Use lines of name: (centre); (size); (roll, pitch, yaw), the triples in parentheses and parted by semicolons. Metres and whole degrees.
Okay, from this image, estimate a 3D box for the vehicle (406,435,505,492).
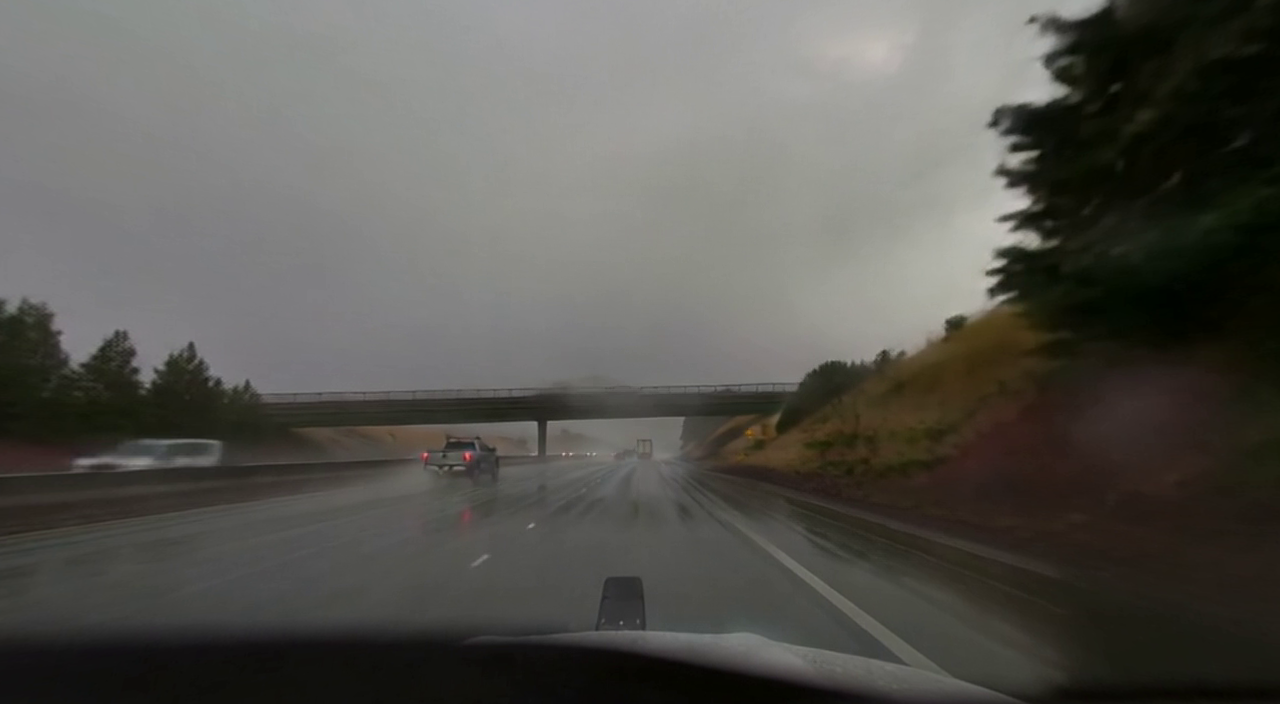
vehicle: (-6.956, 4.268, 24.491); (2.232, 1.947, 5.180); (0, -9, 0)
